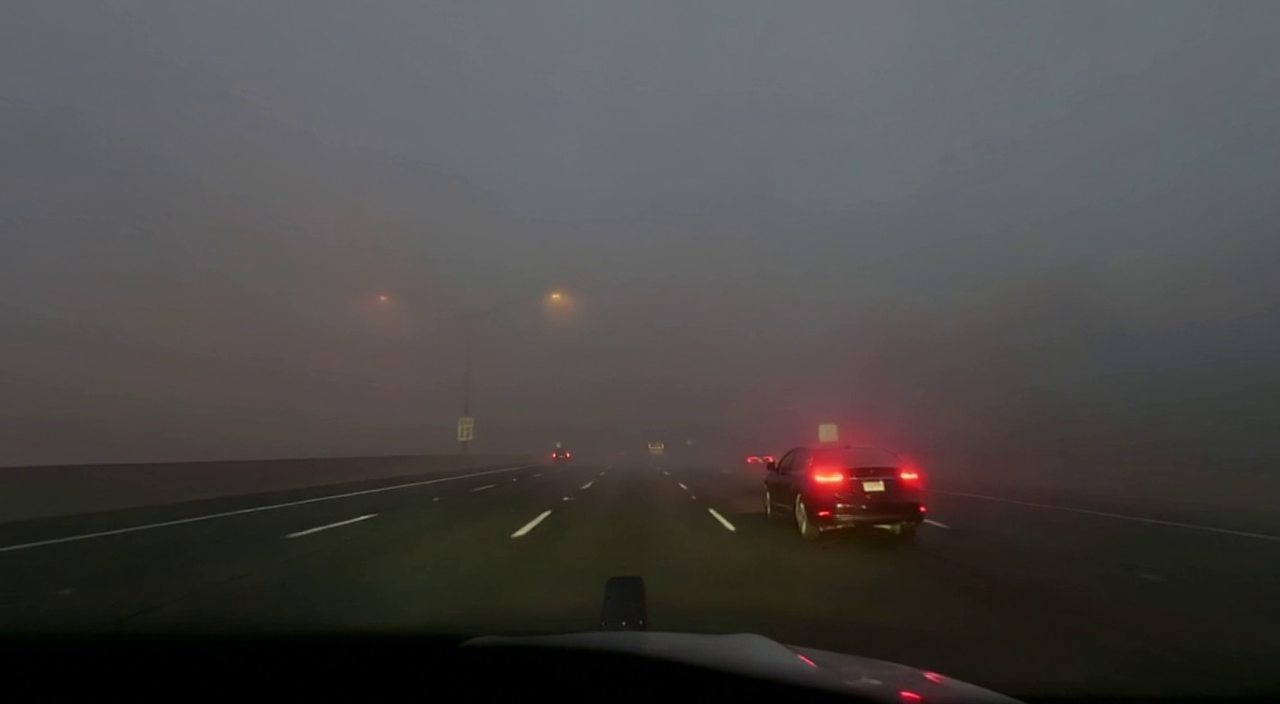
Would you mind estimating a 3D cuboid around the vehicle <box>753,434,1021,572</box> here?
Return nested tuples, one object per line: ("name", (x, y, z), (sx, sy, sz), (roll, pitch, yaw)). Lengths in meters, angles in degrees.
("vehicle", (3.152, 2.018, 9.372), (2.030, 1.490, 4.737), (0, -8, 0))

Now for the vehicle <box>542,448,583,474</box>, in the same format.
("vehicle", (-4.689, 6.663, 38.696), (2.014, 1.481, 4.156), (0, -8, -1))
